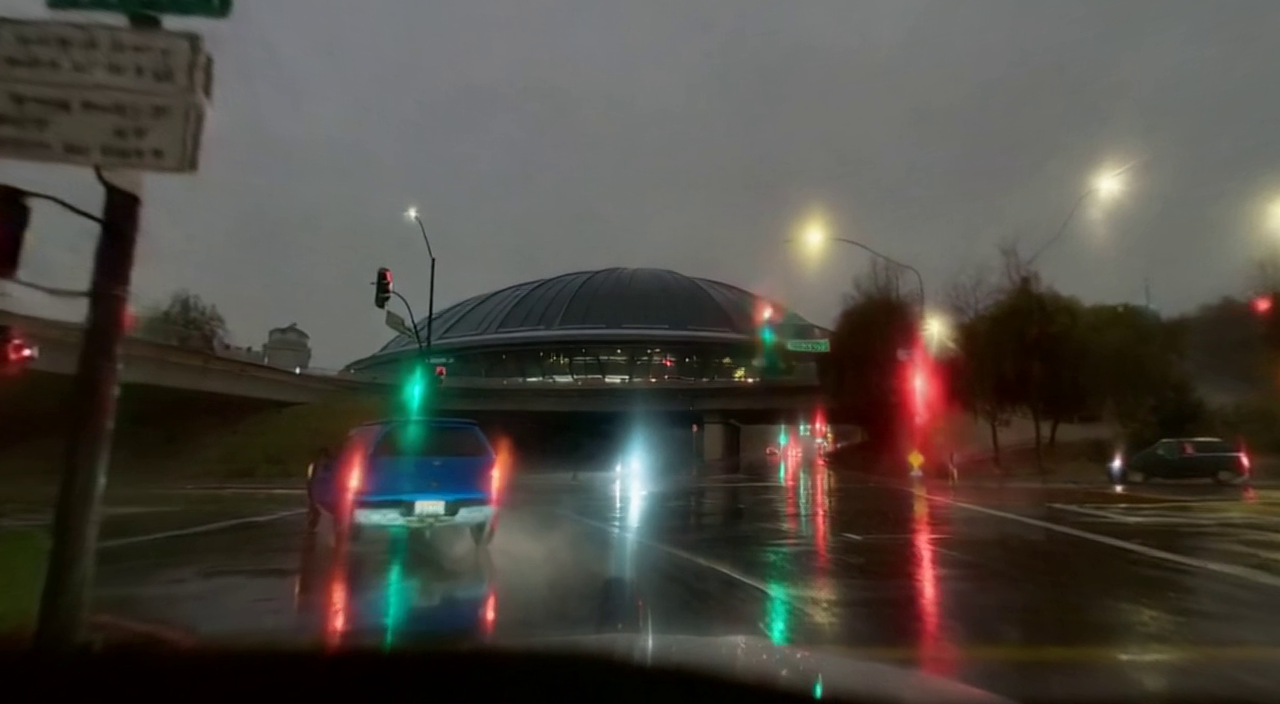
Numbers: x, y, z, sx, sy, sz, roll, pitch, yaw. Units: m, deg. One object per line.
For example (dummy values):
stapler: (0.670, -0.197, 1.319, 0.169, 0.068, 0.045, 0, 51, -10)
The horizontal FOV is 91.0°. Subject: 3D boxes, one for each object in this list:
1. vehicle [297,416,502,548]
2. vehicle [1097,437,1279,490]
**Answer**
vehicle: (-3.881, 1.890, 9.806, 1.976, 1.584, 3.772, 7, -10, -36)
vehicle: (18.555, 3.764, 21.441, 4.345, 1.672, 1.973, 0, -9, 1)
